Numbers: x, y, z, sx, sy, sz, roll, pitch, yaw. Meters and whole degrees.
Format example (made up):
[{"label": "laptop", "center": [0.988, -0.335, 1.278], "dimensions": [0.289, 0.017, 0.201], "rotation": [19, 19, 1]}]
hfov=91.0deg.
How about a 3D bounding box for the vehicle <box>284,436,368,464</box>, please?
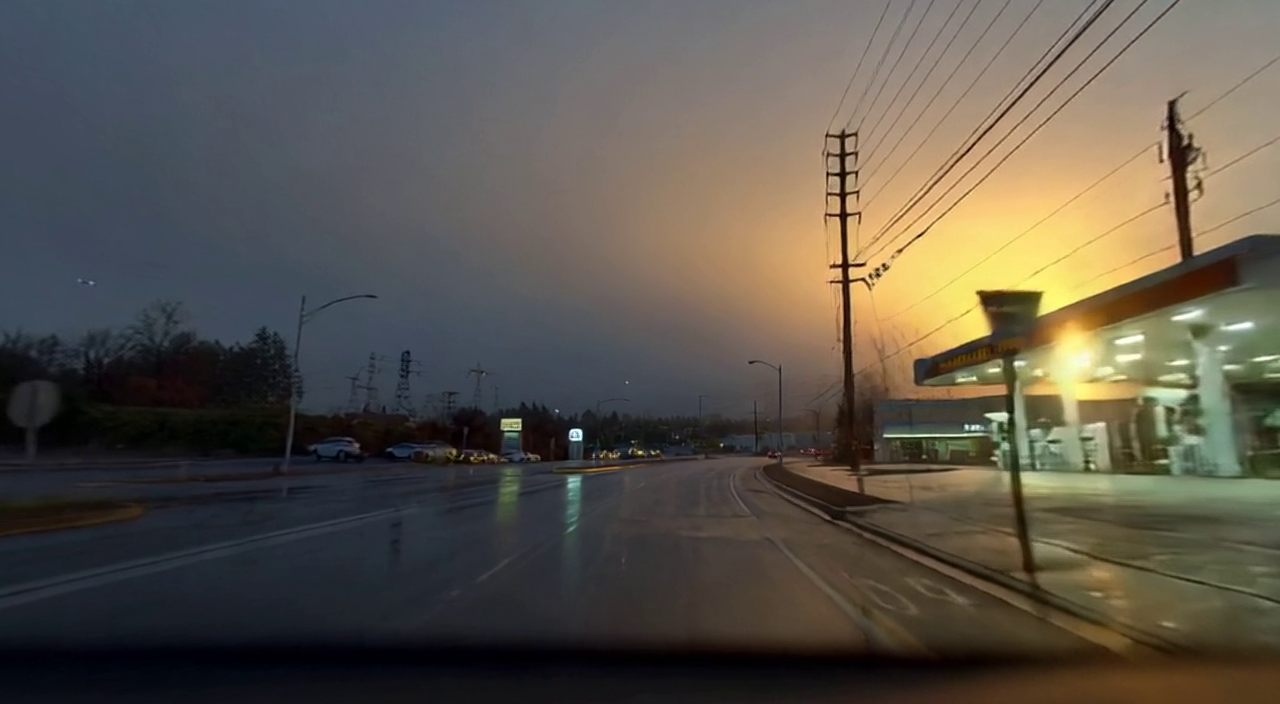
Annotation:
[{"label": "vehicle", "center": [-21.782, 6.766, 43.678], "dimensions": [5.426, 1.822, 2.014], "rotation": [-3, -9, 21]}]
